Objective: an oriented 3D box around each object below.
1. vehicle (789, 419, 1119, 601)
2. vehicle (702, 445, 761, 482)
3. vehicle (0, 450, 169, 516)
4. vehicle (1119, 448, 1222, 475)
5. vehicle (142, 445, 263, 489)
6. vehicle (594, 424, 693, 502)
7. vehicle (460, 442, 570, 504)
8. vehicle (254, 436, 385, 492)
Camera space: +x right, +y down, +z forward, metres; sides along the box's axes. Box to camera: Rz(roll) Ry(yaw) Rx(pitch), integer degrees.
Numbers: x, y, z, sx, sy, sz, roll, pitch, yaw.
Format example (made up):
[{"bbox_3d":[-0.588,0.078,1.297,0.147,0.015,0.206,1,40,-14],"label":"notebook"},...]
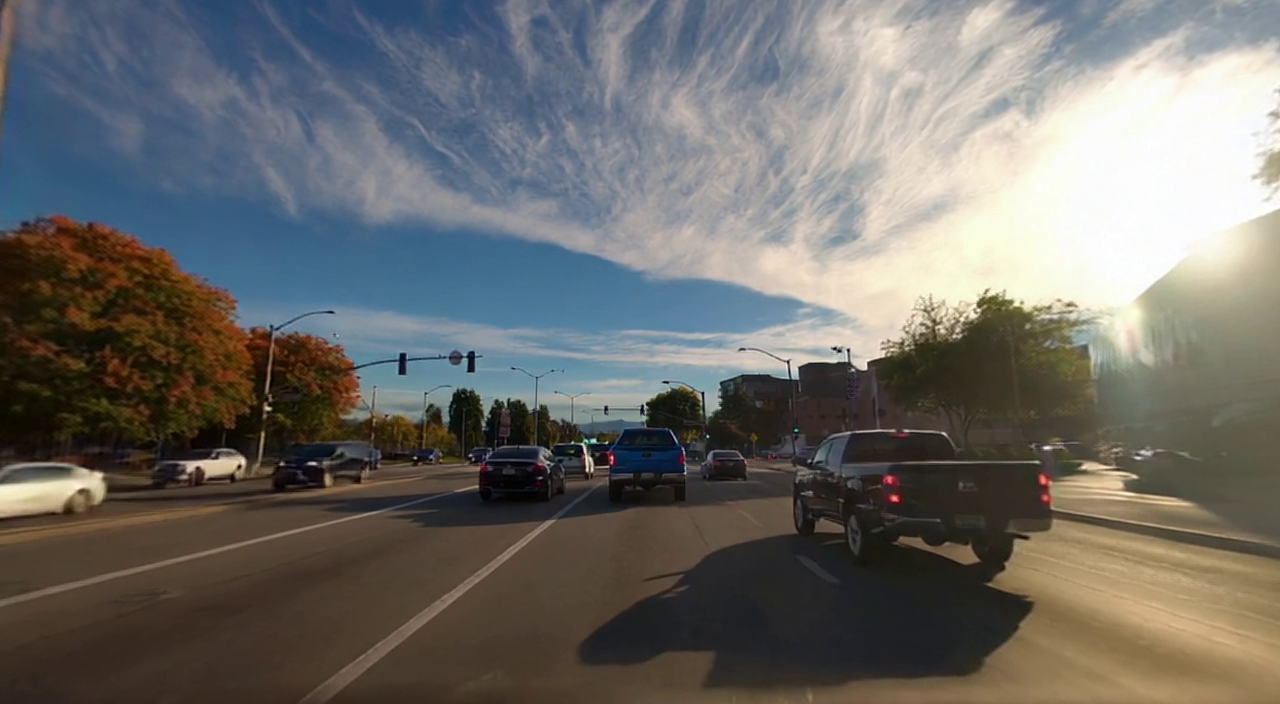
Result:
[{"bbox_3d":[3.353,1.740,7.867,1.955,1.628,4.152,0,-8,0],"label":"vehicle"},{"bbox_3d":[4.036,4.979,28.497,1.968,1.472,4.456,0,-8,-1],"label":"vehicle"},{"bbox_3d":[-15.289,3.360,16.766,1.932,1.449,4.545,0,-8,1],"label":"vehicle"},{"bbox_3d":[32.007,6.597,38.108,4.345,1.437,1.896,-2,-8,3],"label":"vehicle"},{"bbox_3d":[-19.012,4.951,27.696,1.982,1.728,4.696,0,-8,-1],"label":"vehicle"},{"bbox_3d":[0.092,3.154,18.379,2.493,1.934,4.957,0,-8,0],"label":"vehicle"},{"bbox_3d":[-3.220,3.202,17.221,1.986,1.465,4.509,0,-8,1],"label":"vehicle"},{"bbox_3d":[-11.627,4.074,23.374,2.150,1.838,4.981,0,-8,1],"label":"vehicle"}]
